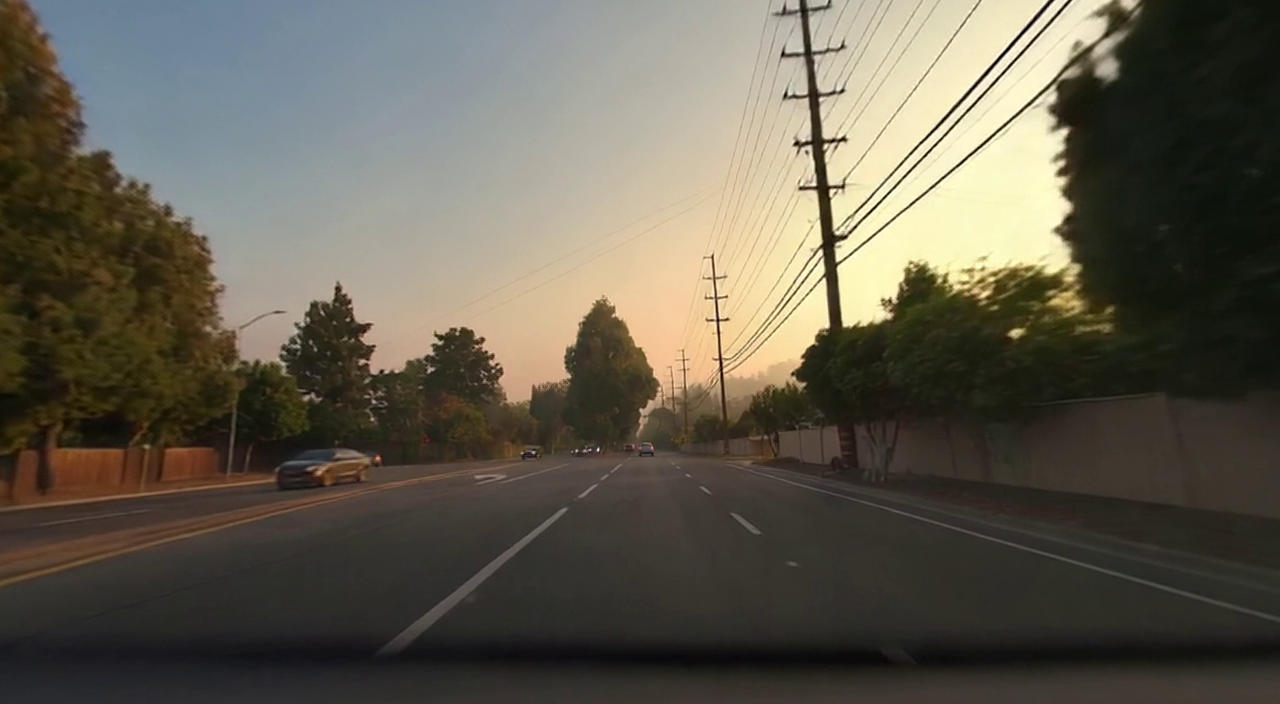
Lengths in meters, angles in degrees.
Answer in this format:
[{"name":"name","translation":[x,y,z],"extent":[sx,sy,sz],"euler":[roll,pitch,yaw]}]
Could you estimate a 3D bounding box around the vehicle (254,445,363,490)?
[{"name":"vehicle","translation":[-13.153,4.572,25.259],"extent":[1.904,1.622,4.348],"euler":[0,-8,1]}]
